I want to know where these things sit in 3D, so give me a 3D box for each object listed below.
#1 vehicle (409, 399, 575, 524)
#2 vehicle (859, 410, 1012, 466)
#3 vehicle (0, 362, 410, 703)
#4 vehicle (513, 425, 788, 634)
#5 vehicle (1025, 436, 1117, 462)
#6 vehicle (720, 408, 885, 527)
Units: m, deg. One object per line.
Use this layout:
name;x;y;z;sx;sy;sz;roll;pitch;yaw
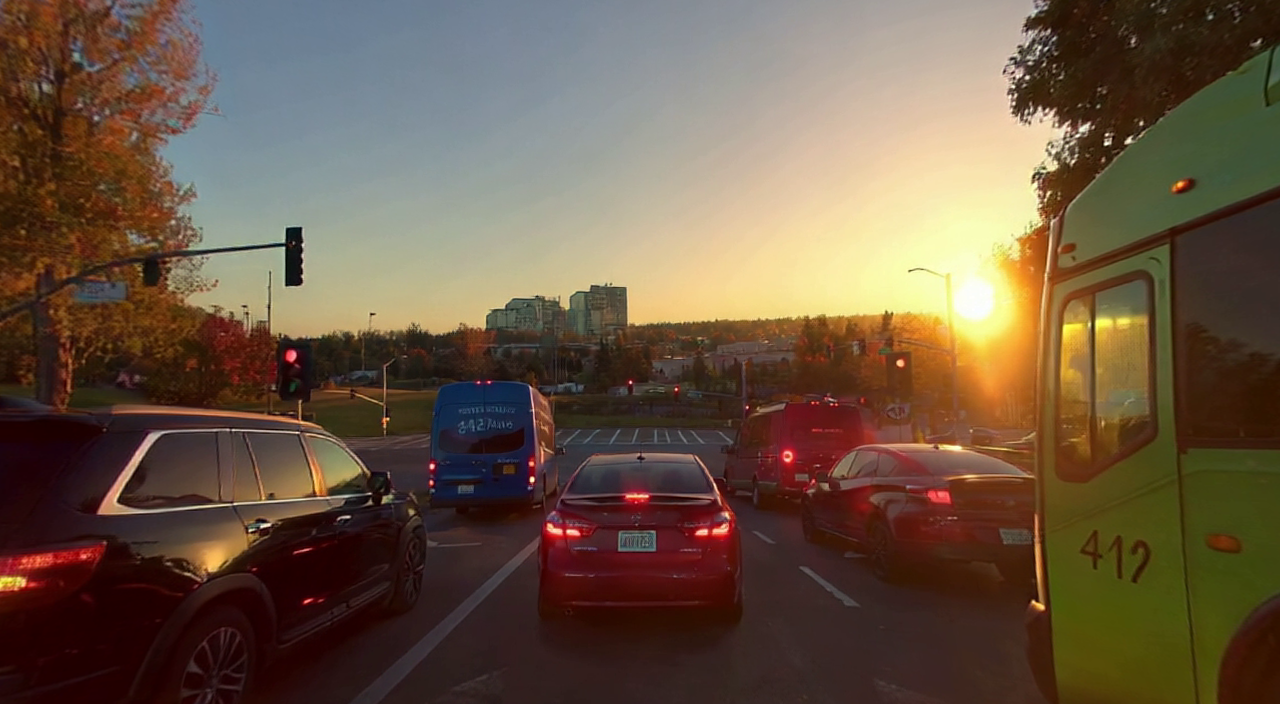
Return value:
vehicle;-2.923;2.355;13.987;2.335;2.221;5.165;0;-8;1
vehicle;17.593;5.145;37.927;7.839;3.213;2.628;0;-8;-3
vehicle;-3.405;1.182;4.639;1.921;1.701;3.989;0;-8;0
vehicle;0.066;1.551;6.435;1.976;1.485;3.624;0;-8;0
vehicle;25.873;5.828;37.998;4.229;1.489;1.794;0;-9;-2
vehicle;3.150;2.400;13.672;2.143;2.036;5.367;0;-8;0
